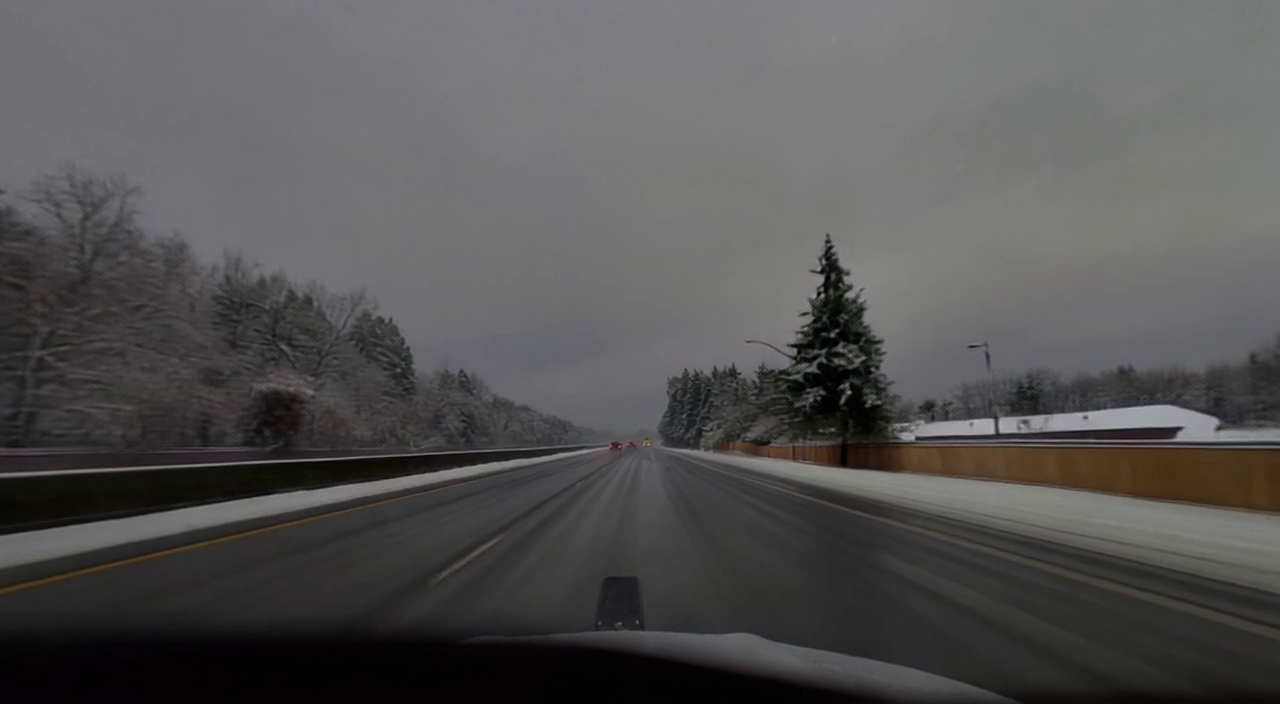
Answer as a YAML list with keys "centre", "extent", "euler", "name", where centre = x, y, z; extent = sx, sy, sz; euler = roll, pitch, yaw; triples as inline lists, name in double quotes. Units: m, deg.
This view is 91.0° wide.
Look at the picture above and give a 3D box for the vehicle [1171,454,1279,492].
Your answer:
- centre: [31.475, 6.250, 32.985]
  extent: [2.121, 1.755, 5.377]
  euler: [0, -9, -8]
  name: "vehicle"
